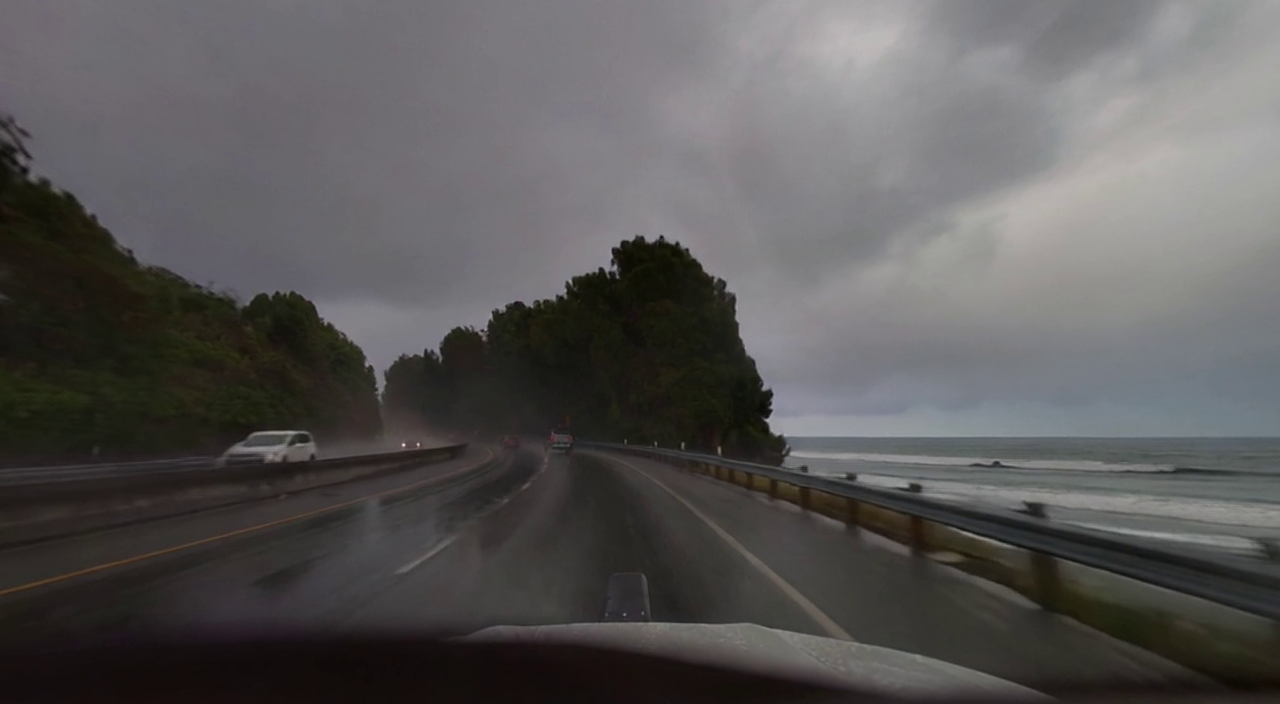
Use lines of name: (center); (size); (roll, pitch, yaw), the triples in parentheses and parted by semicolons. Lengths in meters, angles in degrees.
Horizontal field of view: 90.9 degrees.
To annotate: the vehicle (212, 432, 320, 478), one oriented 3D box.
vehicle: (-15.912, 4.394, 27.159); (2.276, 1.759, 4.462); (1, -8, -7)
